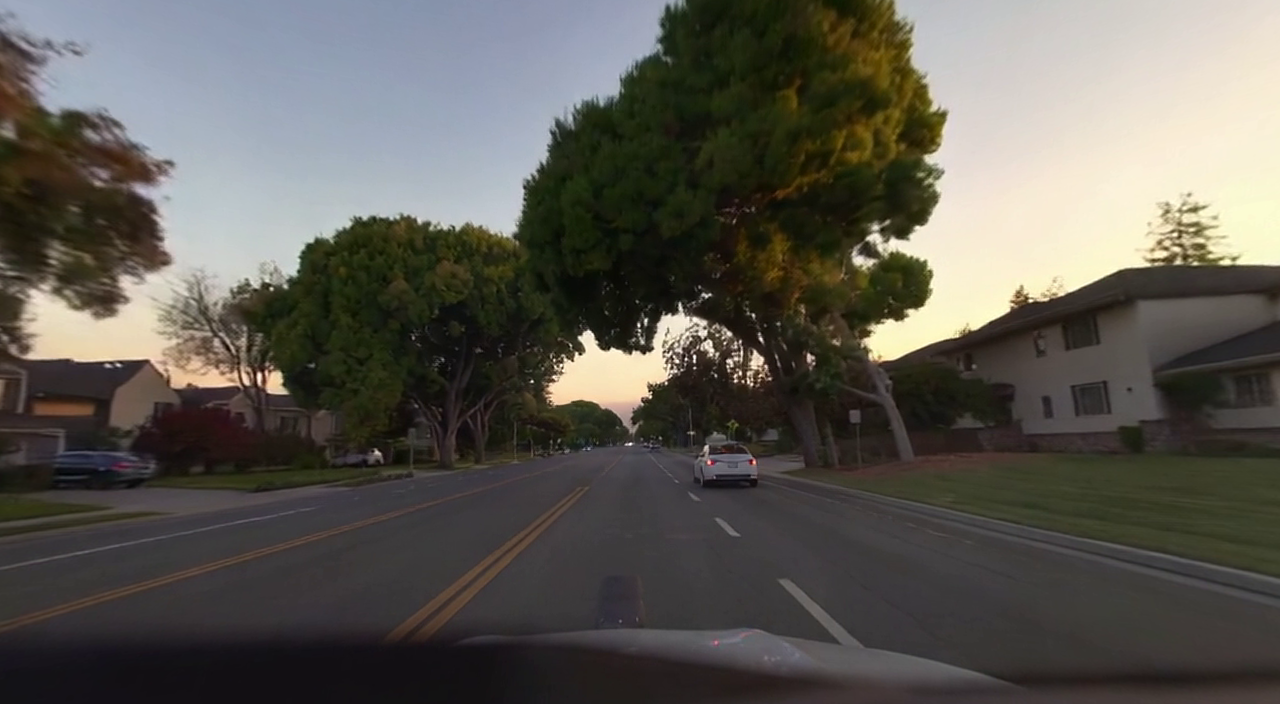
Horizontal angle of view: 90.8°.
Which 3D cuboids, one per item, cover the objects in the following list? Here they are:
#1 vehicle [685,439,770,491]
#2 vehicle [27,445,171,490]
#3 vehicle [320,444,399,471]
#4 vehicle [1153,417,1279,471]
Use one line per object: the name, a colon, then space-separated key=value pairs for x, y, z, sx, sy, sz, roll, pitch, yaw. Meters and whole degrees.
vehicle: x=2.720 y=3.624 z=20.655 sx=2.057 sy=1.493 sz=4.225 roll=0 pitch=-9 yaw=-2
vehicle: x=-25.217 y=5.365 z=29.590 sx=4.671 sy=1.776 sz=2.250 roll=-3 pitch=-9 yaw=0
vehicle: x=-20.513 y=7.714 z=46.367 sx=4.741 sy=1.916 sz=2.169 roll=0 pitch=-9 yaw=1
vehicle: x=18.599 y=2.791 z=19.092 sx=4.343 sy=1.519 sz=2.051 roll=0 pitch=-9 yaw=-1
